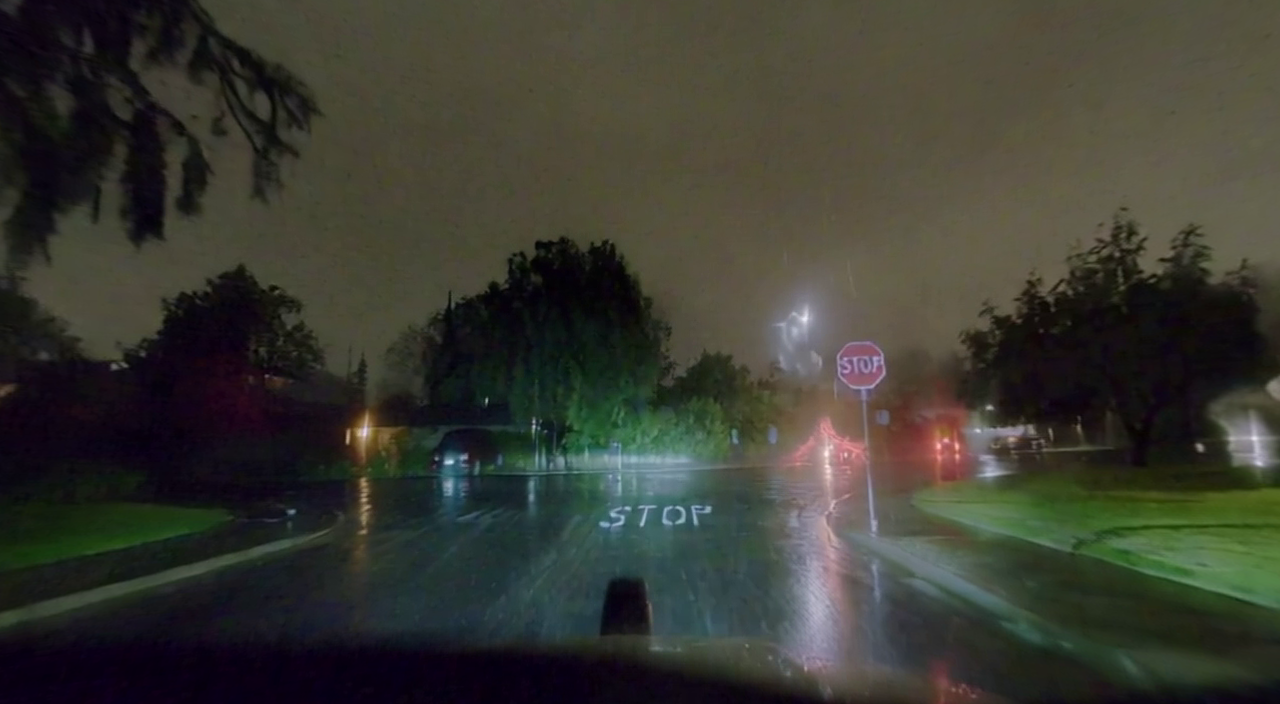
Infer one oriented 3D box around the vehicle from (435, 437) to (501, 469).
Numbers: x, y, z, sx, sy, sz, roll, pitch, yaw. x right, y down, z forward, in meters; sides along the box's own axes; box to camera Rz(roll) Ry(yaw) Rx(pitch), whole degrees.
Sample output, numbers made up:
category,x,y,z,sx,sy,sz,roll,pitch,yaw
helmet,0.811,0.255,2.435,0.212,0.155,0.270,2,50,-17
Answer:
category,x,y,z,sx,sy,sz,roll,pitch,yaw
vehicle,-9.853,5.805,36.437,1.883,1.732,4.038,-2,-9,15
